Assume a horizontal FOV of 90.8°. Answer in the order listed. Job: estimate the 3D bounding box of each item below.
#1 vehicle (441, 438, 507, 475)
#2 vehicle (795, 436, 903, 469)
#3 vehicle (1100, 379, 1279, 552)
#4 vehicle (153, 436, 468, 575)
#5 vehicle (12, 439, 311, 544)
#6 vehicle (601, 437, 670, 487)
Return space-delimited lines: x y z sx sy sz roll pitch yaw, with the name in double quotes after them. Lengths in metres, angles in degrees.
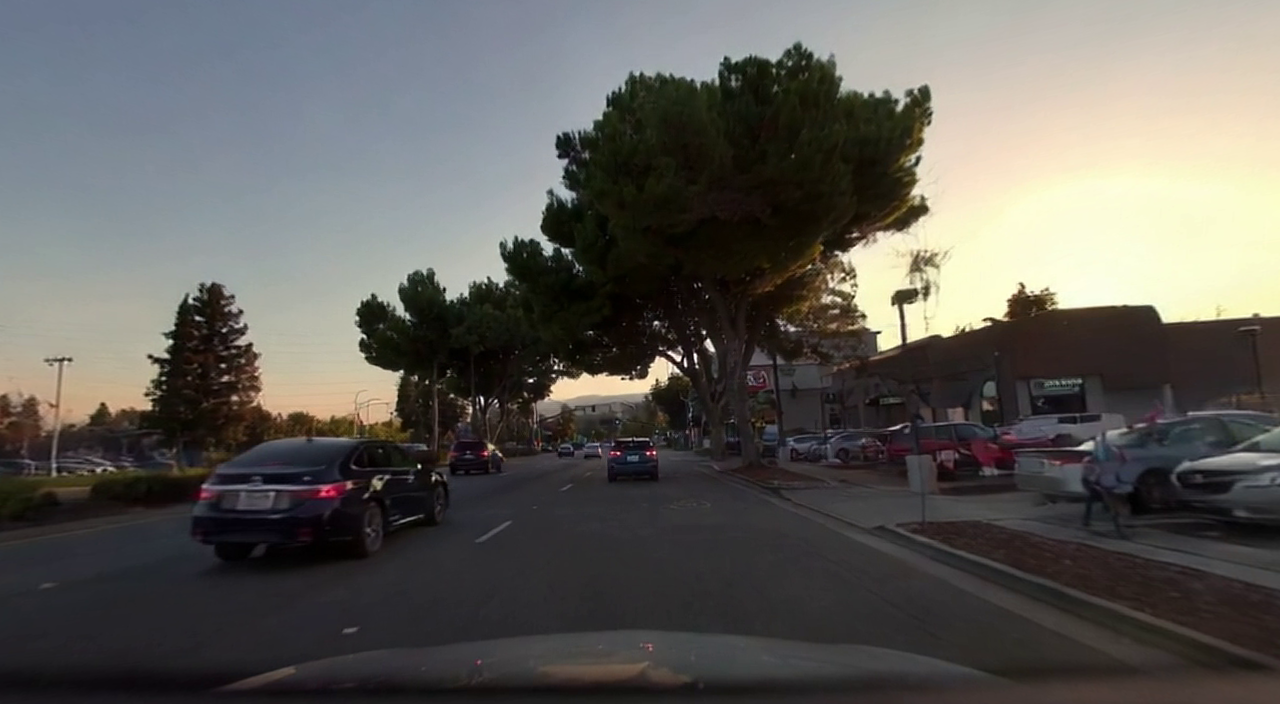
-8.109 5.147 31.292 2.038 1.649 4.665 0 -8 0 "vehicle"
10.164 4.909 30.945 4.619 1.523 1.873 0 -8 2 "vehicle"
9.058 1.086 7.459 5.501 1.720 2.257 -4 -8 -4 "vehicle"
-4.159 1.991 9.164 1.973 1.456 4.850 0 -8 0 "vehicle"
-7.896 2.292 11.109 2.009 1.470 4.179 0 -8 -1 "vehicle"
-0.196 3.575 20.786 2.061 1.469 3.954 0 -8 -2 "vehicle"
